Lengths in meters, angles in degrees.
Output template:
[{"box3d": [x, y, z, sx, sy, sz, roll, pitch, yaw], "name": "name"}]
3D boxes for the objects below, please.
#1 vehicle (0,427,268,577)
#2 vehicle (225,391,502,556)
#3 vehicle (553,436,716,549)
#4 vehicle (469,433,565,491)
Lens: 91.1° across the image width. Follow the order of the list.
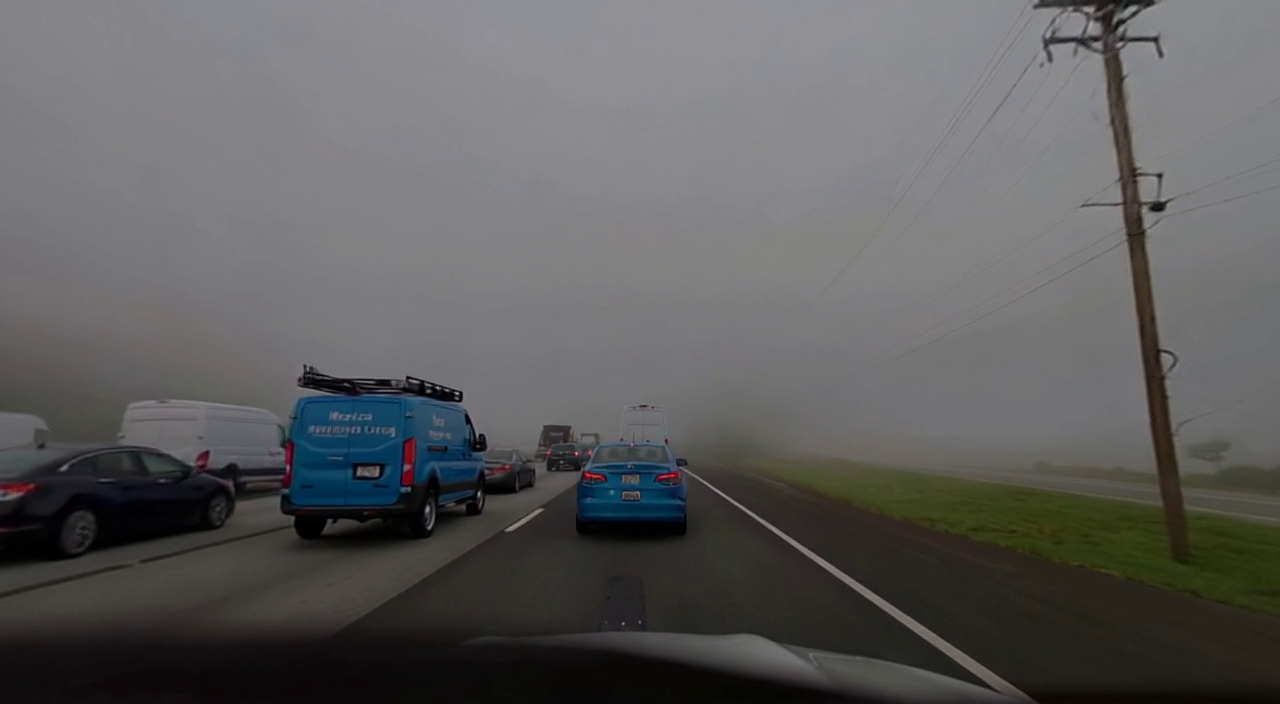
[{"box3d": [-7.392, 1.825, 8.425, 1.933, 1.506, 4.504, 0, -8, 1], "name": "vehicle"}, {"box3d": [-3.819, 1.788, 9.867, 2.142, 1.952, 4.556, 0, -8, 2], "name": "vehicle"}, {"box3d": [-0.061, 2.083, 10.033, 2.054, 1.421, 4.090, 0, -8, 0], "name": "vehicle"}, {"box3d": [-3.821, 3.494, 20.383, 2.114, 1.657, 4.432, 0, -8, 1], "name": "vehicle"}]
